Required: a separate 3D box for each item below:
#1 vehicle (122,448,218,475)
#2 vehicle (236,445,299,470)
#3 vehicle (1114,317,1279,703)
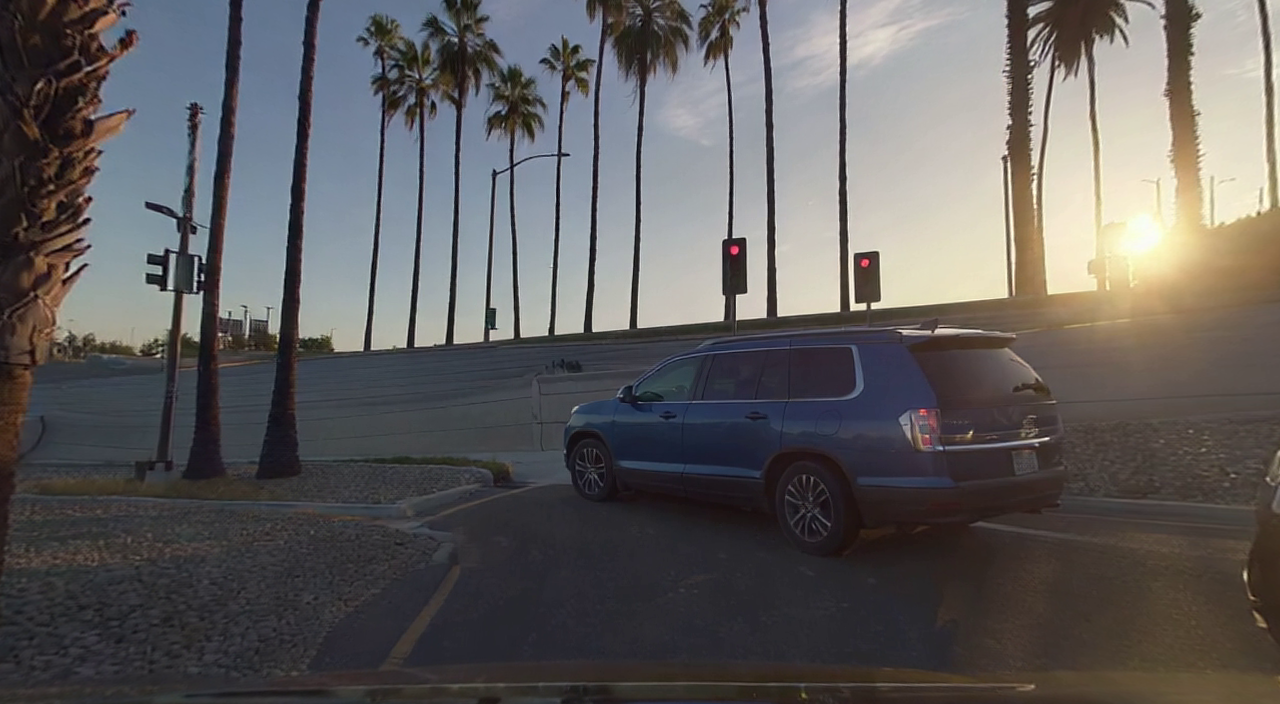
[{"bbox_3d":[-26.550,6.168,35.756,1.830,1.443,4.551,0,-9,2],"label":"vehicle"},{"bbox_3d":[-26.263,7.419,44.558,1.941,1.631,4.017,0,-9,0],"label":"vehicle"},{"bbox_3d":[3.463,0.515,0.786,2.028,1.770,4.737,0,-9,0],"label":"vehicle"}]
